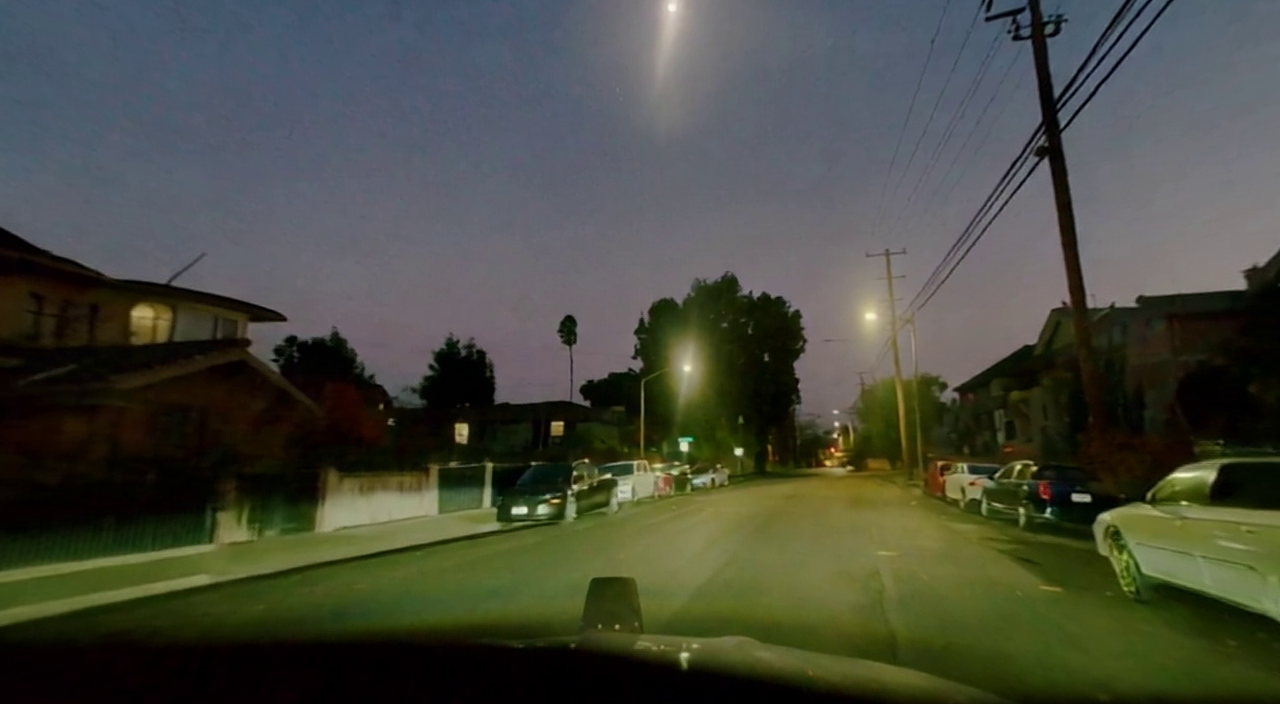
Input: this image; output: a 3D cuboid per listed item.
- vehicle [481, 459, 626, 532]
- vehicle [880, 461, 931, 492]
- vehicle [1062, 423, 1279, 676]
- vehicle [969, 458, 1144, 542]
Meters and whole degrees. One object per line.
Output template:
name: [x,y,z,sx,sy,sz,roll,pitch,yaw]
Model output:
vehicle: [-1.927,3.441,15.817,1.930,1.478,4.731,-2,-9,14]
vehicle: [14.347,6.700,34.406,1.979,1.480,4.500,-3,-9,16]
vehicle: [5.784,1.479,5.164,2.439,1.670,4.631,-2,-9,15]
vehicle: [8.517,2.982,13.403,1.887,1.435,4.161,-3,-10,17]
